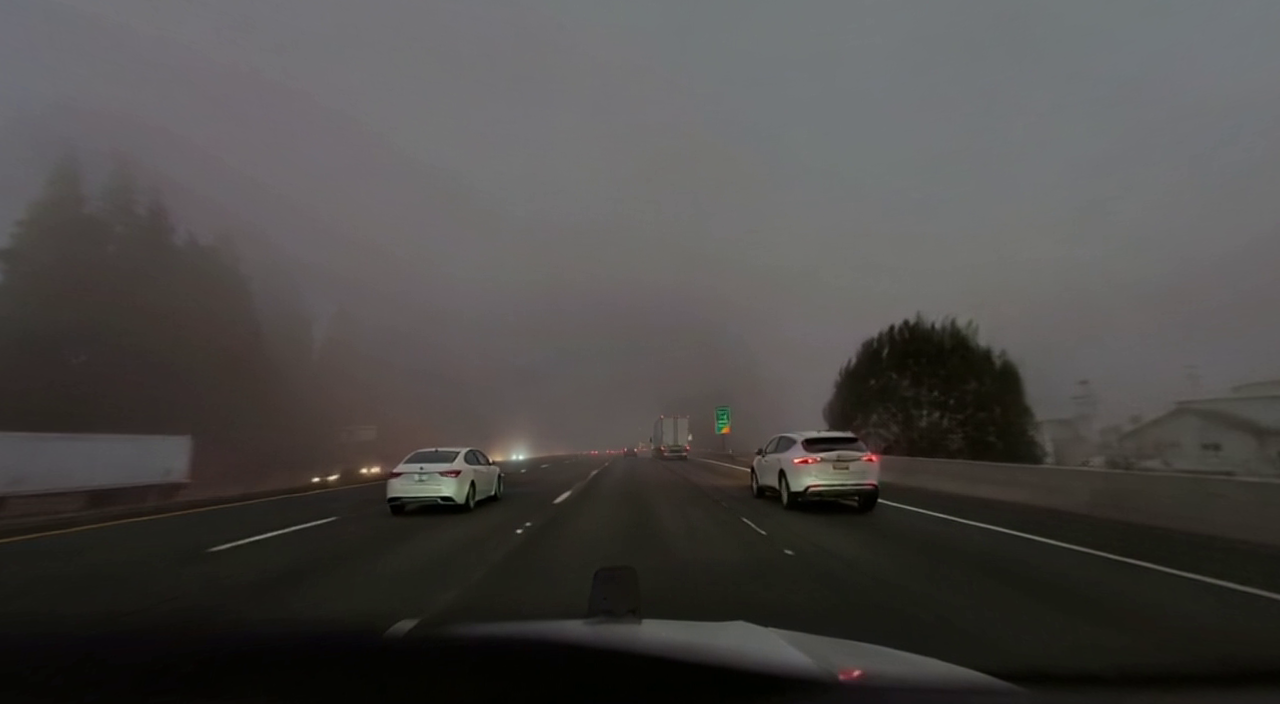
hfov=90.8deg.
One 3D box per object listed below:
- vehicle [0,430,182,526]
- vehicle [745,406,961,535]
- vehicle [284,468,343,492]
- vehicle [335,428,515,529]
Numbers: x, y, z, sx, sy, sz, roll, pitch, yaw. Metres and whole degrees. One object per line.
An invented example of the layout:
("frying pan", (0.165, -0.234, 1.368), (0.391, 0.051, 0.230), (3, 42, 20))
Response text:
("vehicle", (-29.000, 5.737, 29.235), (2.880, 4.106, 16.616), (0, -8, 1))
("vehicle", (3.314, 1.959, 10.999), (2.065, 1.760, 4.488), (0, -8, -2))
("vehicle", (-25.449, 9.944, 49.469), (2.125, 1.590, 4.808), (0, -8, -1))
("vehicle", (-3.948, 2.396, 12.620), (1.903, 1.607, 4.770), (0, -8, 0))
